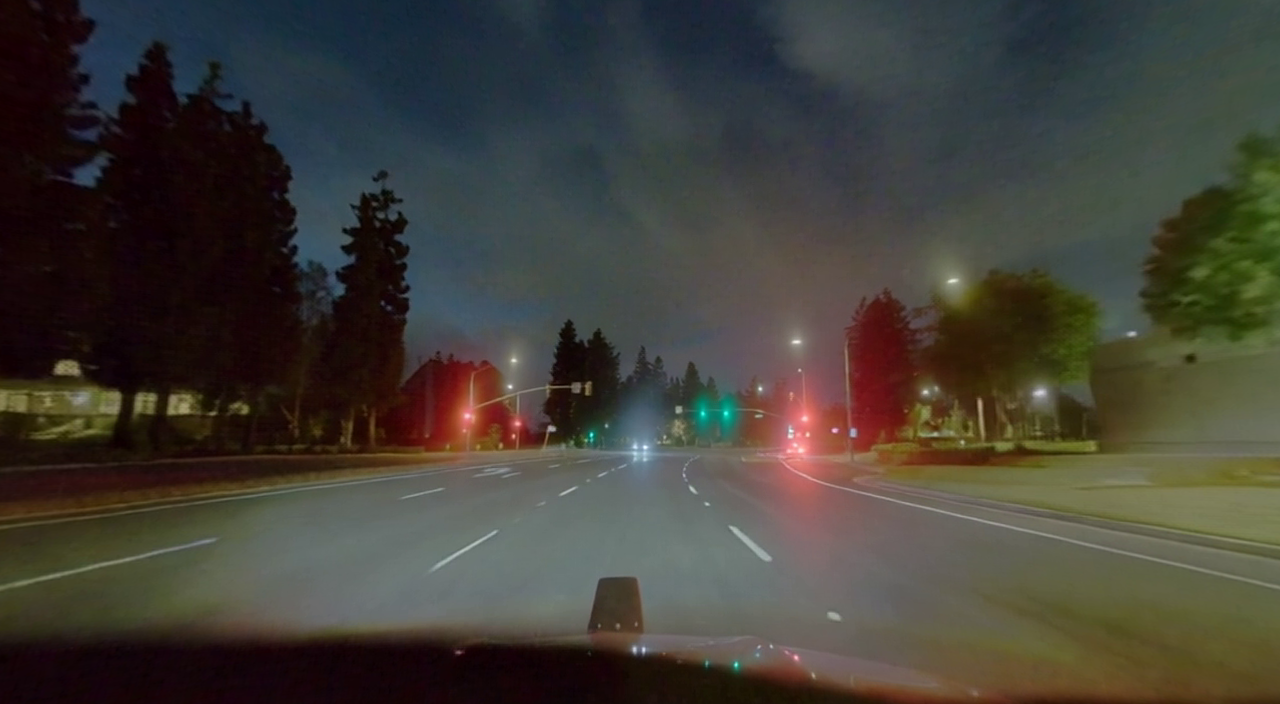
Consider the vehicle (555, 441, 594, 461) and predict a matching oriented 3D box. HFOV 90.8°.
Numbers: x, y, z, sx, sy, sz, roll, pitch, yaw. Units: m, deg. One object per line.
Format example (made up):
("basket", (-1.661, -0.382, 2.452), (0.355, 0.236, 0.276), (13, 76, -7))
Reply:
("vehicle", (-4.957, 7.588, 48.561), (1.893, 1.503, 4.309), (-1, -8, 9))
